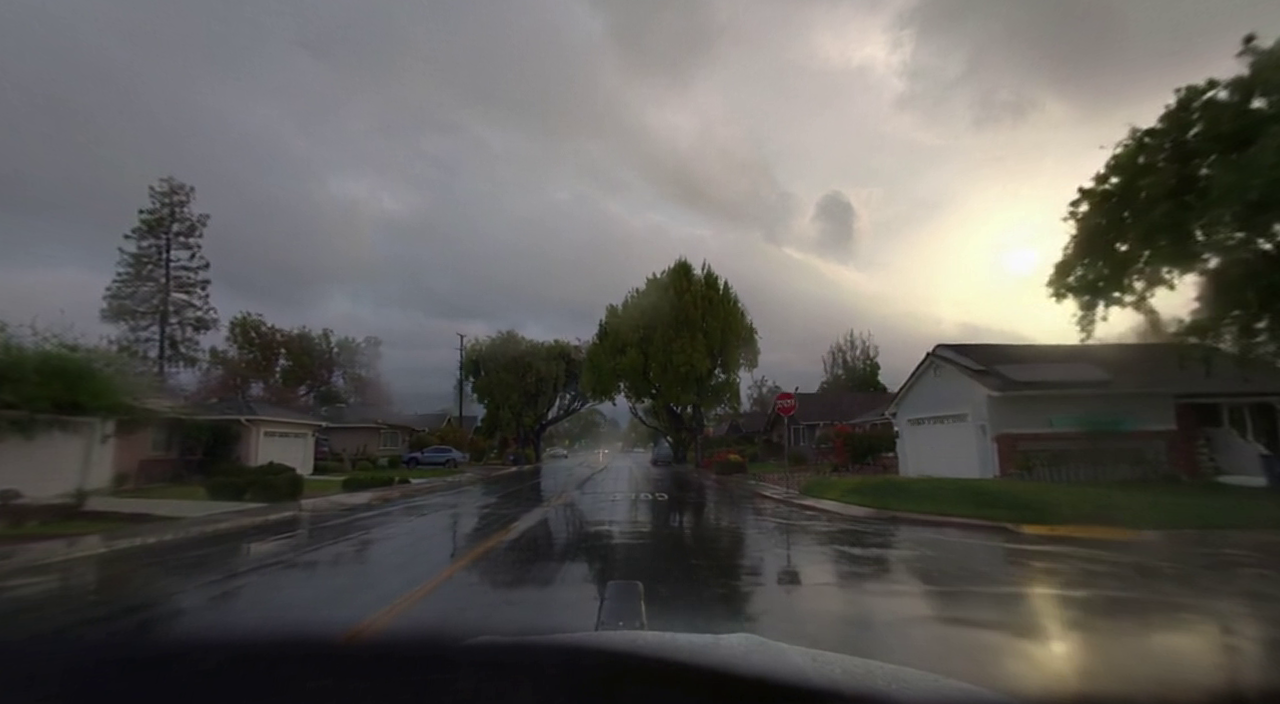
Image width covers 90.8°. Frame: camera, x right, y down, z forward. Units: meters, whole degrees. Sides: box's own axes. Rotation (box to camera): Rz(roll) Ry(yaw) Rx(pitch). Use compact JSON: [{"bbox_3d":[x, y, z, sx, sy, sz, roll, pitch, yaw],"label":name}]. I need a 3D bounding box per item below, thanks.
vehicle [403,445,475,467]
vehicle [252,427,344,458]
[{"bbox_3d":[-14.394,7.451,45.530,4.572,1.522,1.999,1,-9,-5],"label":"vehicle"},{"bbox_3d":[-19.207,5.124,35.603,4.093,1.661,1.765,0,-9,-6],"label":"vehicle"}]
